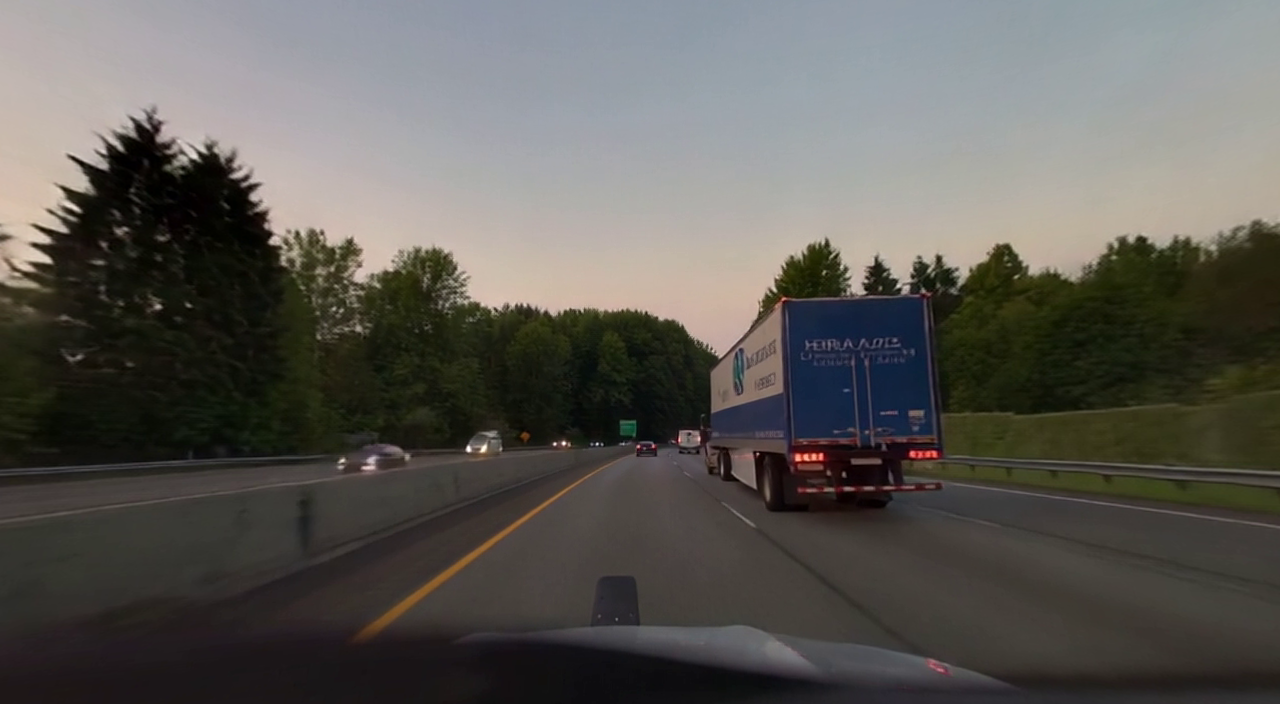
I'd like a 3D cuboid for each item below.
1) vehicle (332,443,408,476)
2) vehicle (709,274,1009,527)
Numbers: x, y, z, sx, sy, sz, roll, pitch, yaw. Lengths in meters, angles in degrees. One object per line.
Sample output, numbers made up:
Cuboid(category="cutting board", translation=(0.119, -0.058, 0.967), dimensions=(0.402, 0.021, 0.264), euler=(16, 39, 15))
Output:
Cuboid(category="vehicle", translation=(-13.920, 5.540, 32.784), dimensions=(1.871, 1.490, 4.603), euler=(-1, -8, 1))
Cuboid(category="vehicle", translation=(4.231, 1.652, 17.020), dimensions=(3.171, 4.072, 13.784), euler=(0, -8, 0))
